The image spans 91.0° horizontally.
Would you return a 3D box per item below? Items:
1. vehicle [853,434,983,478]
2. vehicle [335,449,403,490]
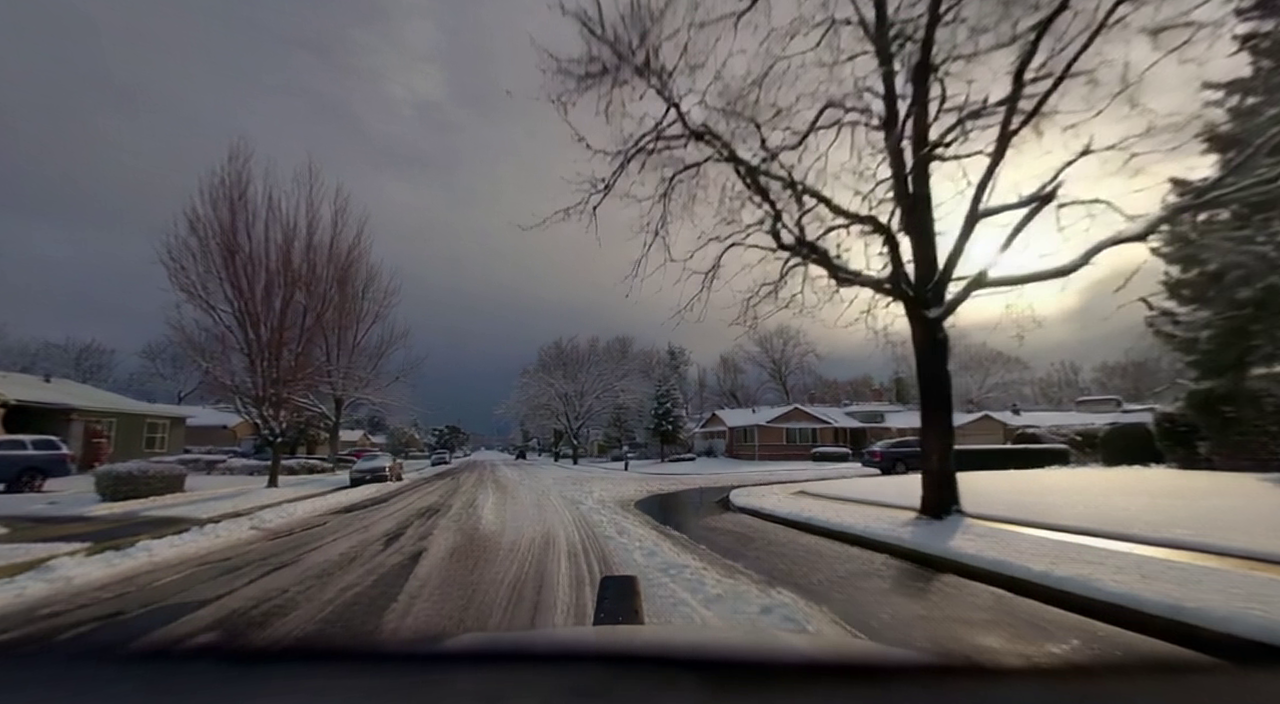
[{"bbox_3d":[12.221,4.539,27.743,4.933,1.817,2.014,2,-8,-15],"label":"vehicle"},{"bbox_3d":[-11.674,5.061,27.408,1.938,1.499,4.290,-1,-9,-13],"label":"vehicle"}]
